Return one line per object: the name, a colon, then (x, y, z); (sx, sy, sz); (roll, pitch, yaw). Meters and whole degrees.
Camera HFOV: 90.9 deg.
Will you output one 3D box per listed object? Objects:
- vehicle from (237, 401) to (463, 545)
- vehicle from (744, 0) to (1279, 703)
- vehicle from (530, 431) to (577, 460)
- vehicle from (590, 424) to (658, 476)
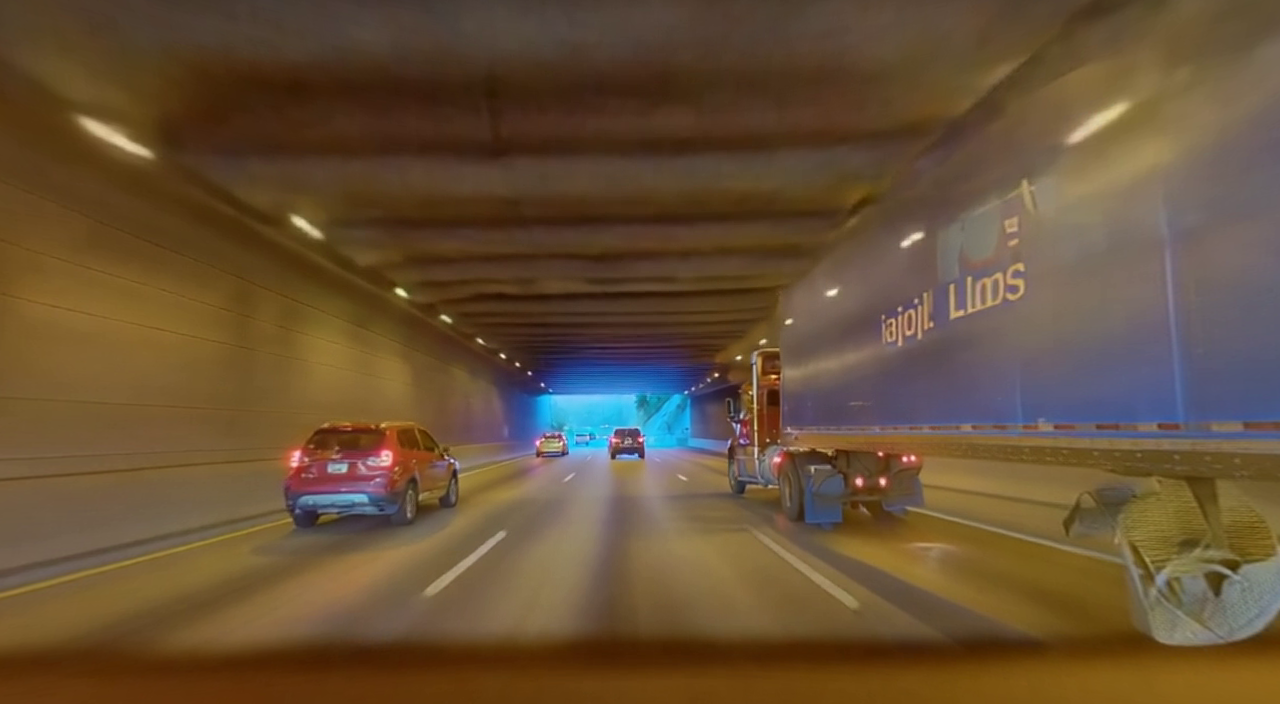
vehicle: (-3.840, 1.621, 8.936); (1.826, 1.695, 2.870); (0, -8, -1)
vehicle: (3.795, 0.101, 6.214); (2.842, 4.108, 14.081); (0, -8, -1)
vehicle: (-4.611, 5.052, 34.273); (2.019, 1.435, 4.317); (0, -8, -1)
vehicle: (-0.528, 3.321, 21.561); (2.094, 1.600, 3.666); (0, -8, -1)
